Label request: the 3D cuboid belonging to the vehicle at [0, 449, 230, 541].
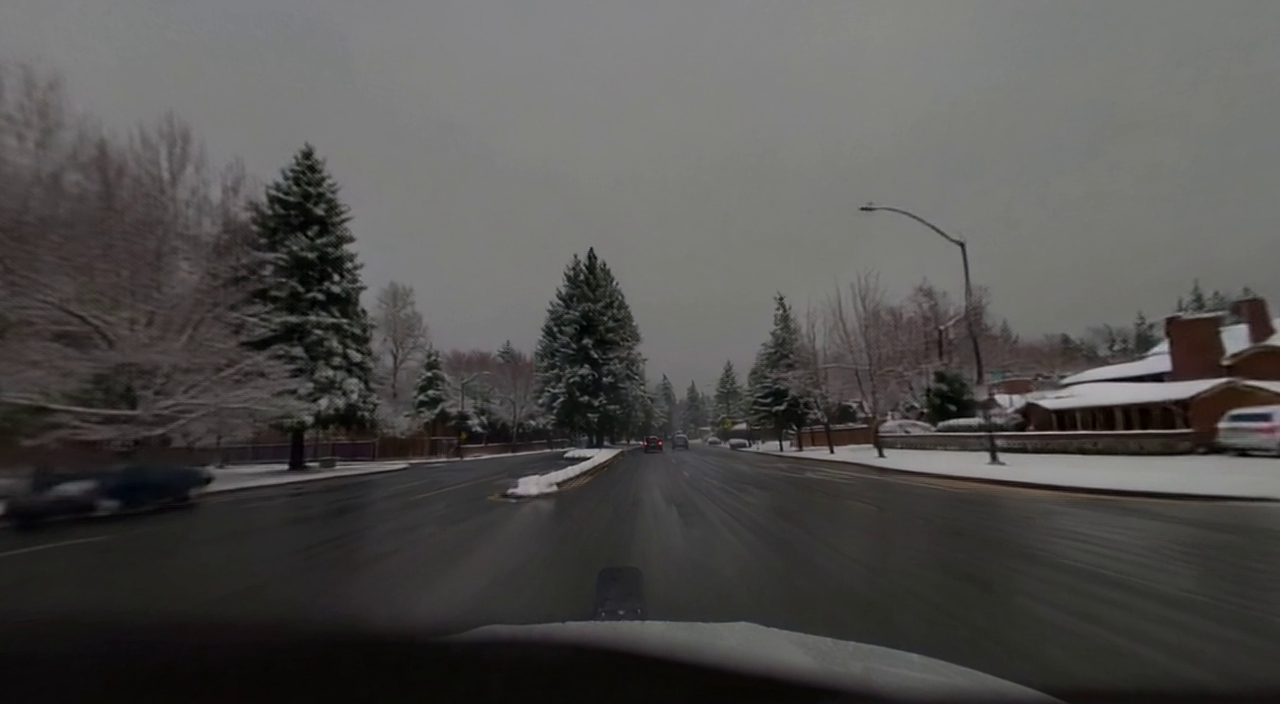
[{"bbox_3d":[-10.619,2.695,12.615,1.960,1.465,4.194,0,-8,1],"label":"vehicle"}]
